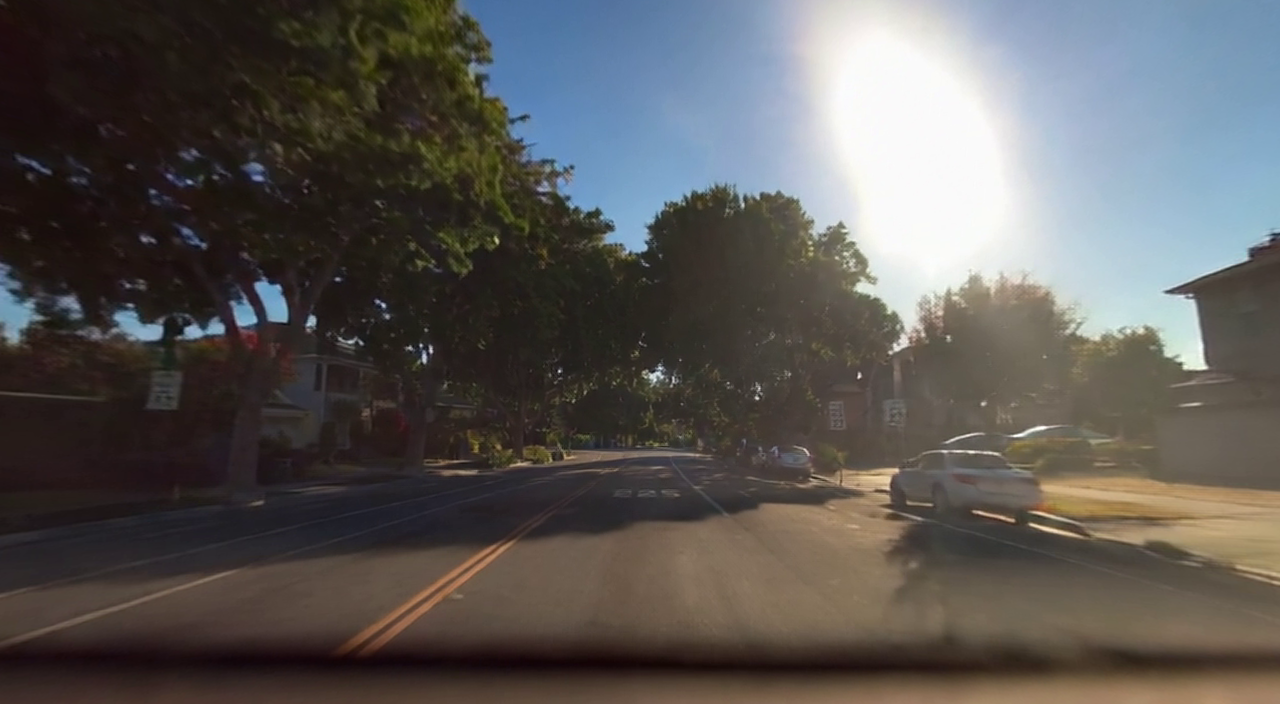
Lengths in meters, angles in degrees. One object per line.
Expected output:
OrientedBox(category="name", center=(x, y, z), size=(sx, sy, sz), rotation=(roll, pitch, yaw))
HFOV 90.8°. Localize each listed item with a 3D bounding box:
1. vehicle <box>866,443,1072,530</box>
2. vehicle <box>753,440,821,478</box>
OrientedBox(category="vehicle", center=(6.483, 2.648, 13.134), size=(1.913, 1.479, 4.209), rotation=(0, -8, -2))
OrientedBox(category="vehicle", center=(6.507, 4.762, 28.417), size=(1.893, 1.543, 4.434), rotation=(0, -8, -1))
